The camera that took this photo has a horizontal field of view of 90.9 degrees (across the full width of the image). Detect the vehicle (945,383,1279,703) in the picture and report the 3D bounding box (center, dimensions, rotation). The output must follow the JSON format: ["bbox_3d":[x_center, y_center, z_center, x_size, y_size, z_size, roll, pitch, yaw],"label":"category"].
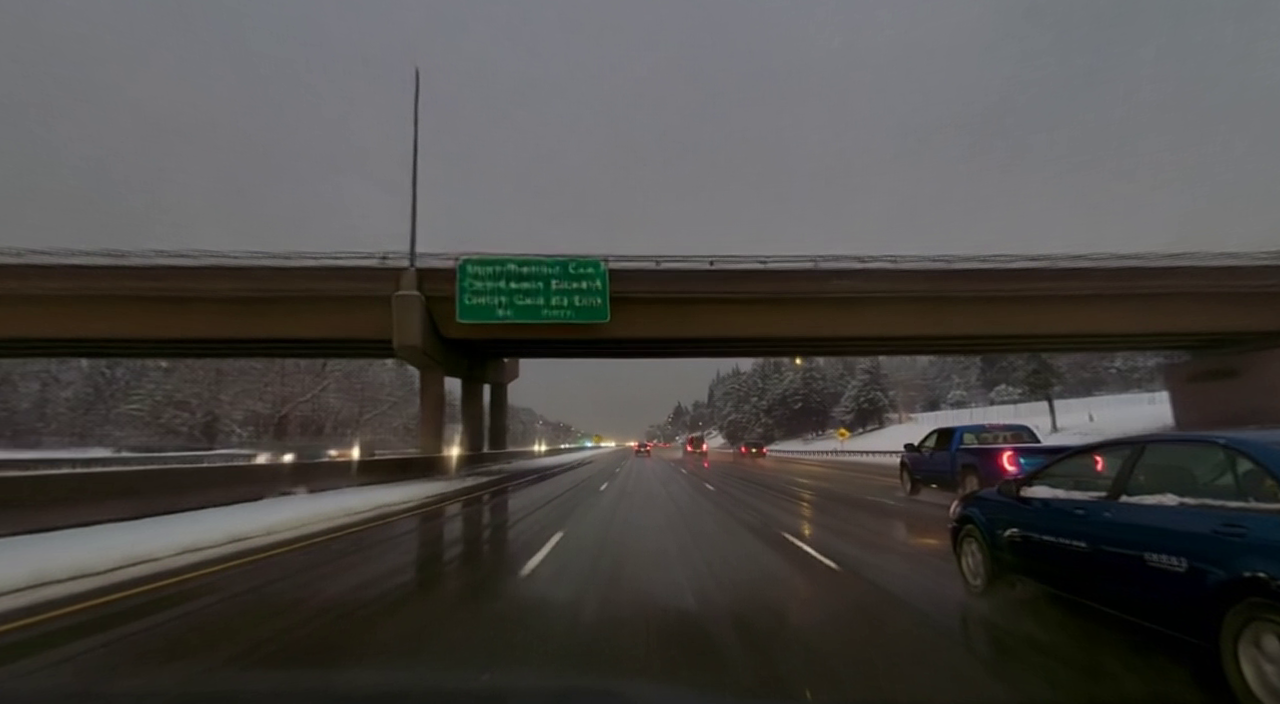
[{"bbox_3d":[3.280,0.865,2.123,2.119,1.524,4.807,0,-8,0],"label":"vehicle"}]

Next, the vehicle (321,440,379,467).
[{"bbox_3d":[-21.165,7.405,46.262,2.054,1.798,4.634,0,-8,0],"label":"vehicle"}]

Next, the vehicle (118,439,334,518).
[{"bbox_3d":[-8.986,2.731,14.295,1.865,1.481,4.492,0,-8,0],"label":"vehicle"}]
